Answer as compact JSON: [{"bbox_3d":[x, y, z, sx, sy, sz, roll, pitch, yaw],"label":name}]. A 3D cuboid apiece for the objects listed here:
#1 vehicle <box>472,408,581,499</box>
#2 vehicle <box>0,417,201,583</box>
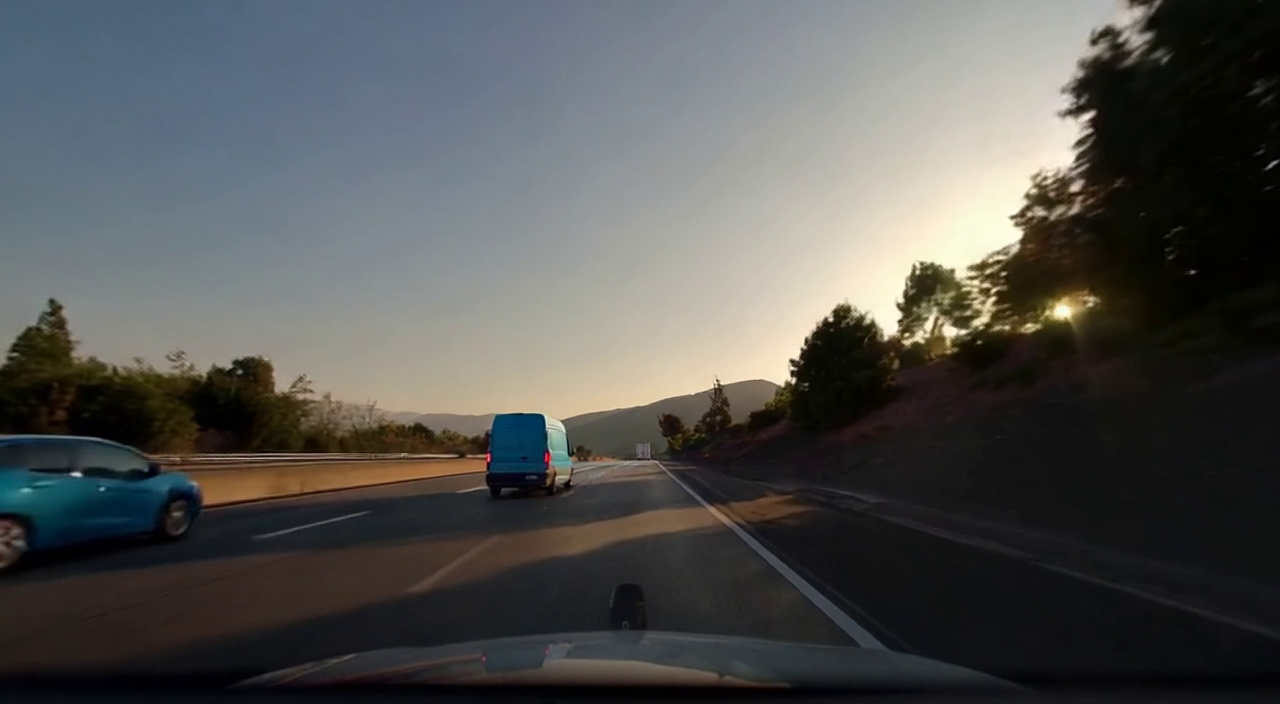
[{"bbox_3d":[-3.474,3.321,20.805,2.437,2.565,5.829,0,-9,1],"label":"vehicle"},{"bbox_3d":[-7.579,1.613,7.097,2.164,1.664,4.252,0,-9,0],"label":"vehicle"}]
